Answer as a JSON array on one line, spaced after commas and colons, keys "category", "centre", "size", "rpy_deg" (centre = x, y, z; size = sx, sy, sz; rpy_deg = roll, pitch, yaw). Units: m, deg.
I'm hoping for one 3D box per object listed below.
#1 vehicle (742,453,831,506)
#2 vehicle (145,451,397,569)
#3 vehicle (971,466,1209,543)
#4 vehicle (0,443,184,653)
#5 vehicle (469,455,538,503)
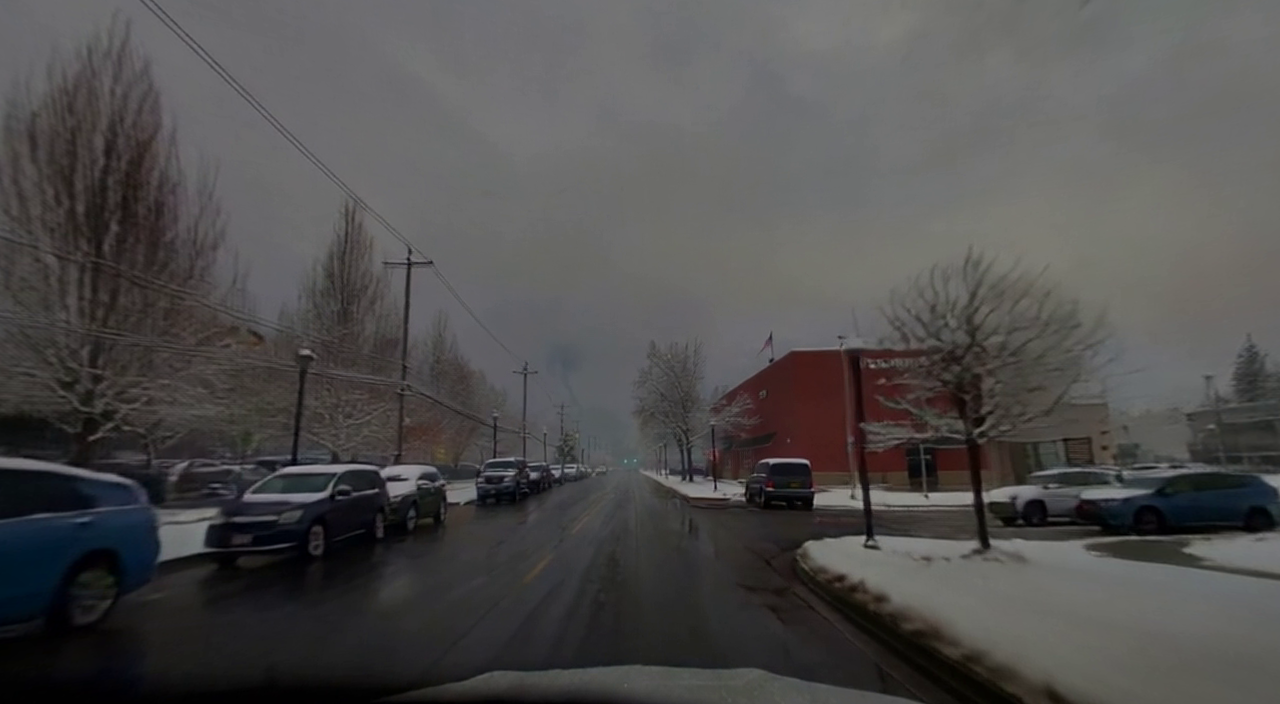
[{"category": "vehicle", "centre": [5.442, 4.836, 24.065], "size": [2.054, 1.779, 4.650], "rpy_deg": [1, -11, -3]}, {"category": "vehicle", "centre": [-6.065, 2.647, 11.118], "size": [1.957, 1.634, 4.164], "rpy_deg": [1, -11, -1]}, {"category": "vehicle", "centre": [10.121, 3.462, 14.785], "size": [1.926, 1.469, 4.654], "rpy_deg": [2, -11, -4]}, {"category": "vehicle", "centre": [-5.783, 1.466, 4.669], "size": [1.820, 1.578, 4.043], "rpy_deg": [1, -11, -2]}, {"category": "vehicle", "centre": [-6.260, 5.922, 29.604], "size": [2.196, 2.001, 5.548], "rpy_deg": [1, -11, -3]}]
